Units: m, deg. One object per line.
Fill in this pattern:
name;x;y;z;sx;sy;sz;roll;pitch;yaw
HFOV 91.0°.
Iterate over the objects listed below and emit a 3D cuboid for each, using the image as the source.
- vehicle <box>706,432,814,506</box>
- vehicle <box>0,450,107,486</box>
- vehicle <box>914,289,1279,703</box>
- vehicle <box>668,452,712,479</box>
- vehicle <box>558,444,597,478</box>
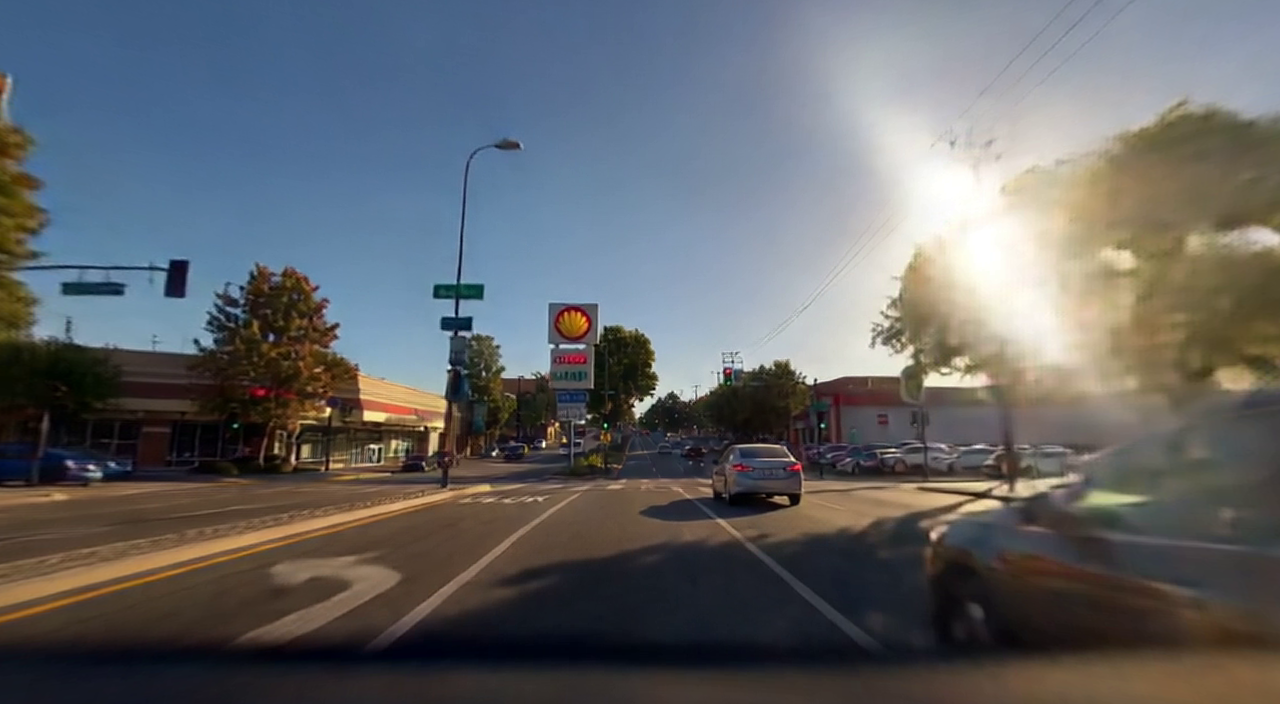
vehicle;2.989;3.015;16.700;1.999;1.679;4.217;0;-8;-1
vehicle;-27.068;5.131;27.975;4.582;1.498;2.229;0;-8;-2
vehicle;2.736;0.661;1.289;2.183;1.720;4.842;0;-8;0
vehicle;2.950;6.793;38.037;2.282;1.458;4.362;0;-8;-1
vehicle;-3.733;6.597;37.665;2.189;1.836;4.693;0;-12;-6
